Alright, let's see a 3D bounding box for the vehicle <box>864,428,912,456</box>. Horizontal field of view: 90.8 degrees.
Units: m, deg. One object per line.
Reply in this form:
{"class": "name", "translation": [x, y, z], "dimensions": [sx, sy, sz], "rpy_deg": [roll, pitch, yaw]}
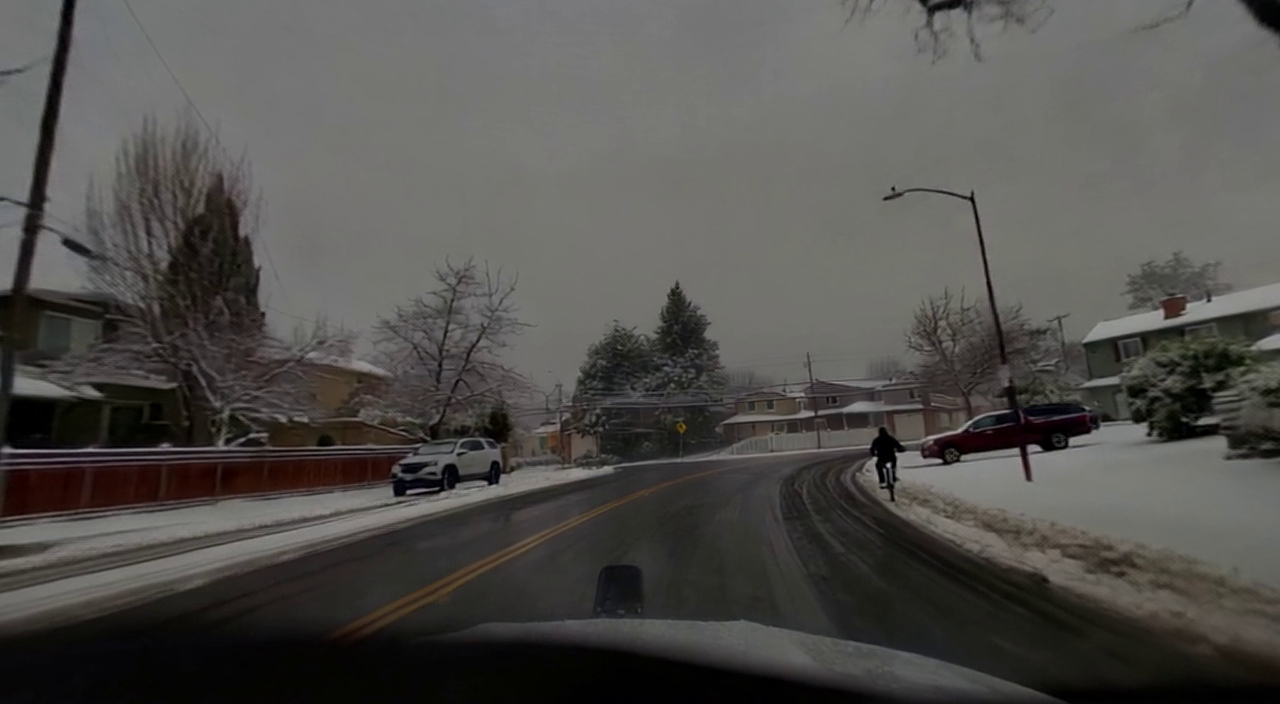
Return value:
{"class": "vehicle", "translation": [16.376, 5.969, 41.536], "dimensions": [2.105, 1.705, 4.392], "rpy_deg": [-5, -10, 31]}

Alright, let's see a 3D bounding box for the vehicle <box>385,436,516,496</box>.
{"class": "vehicle", "translation": [-5.838, 3.573, 20.125], "dimensions": [1.937, 1.670, 4.391], "rpy_deg": [-2, -9, 15]}

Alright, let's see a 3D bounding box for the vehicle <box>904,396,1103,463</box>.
{"class": "vehicle", "translation": [13.758, 3.060, 24.500], "dimensions": [6.099, 1.973, 2.450], "rpy_deg": [-7, -10, 16]}
